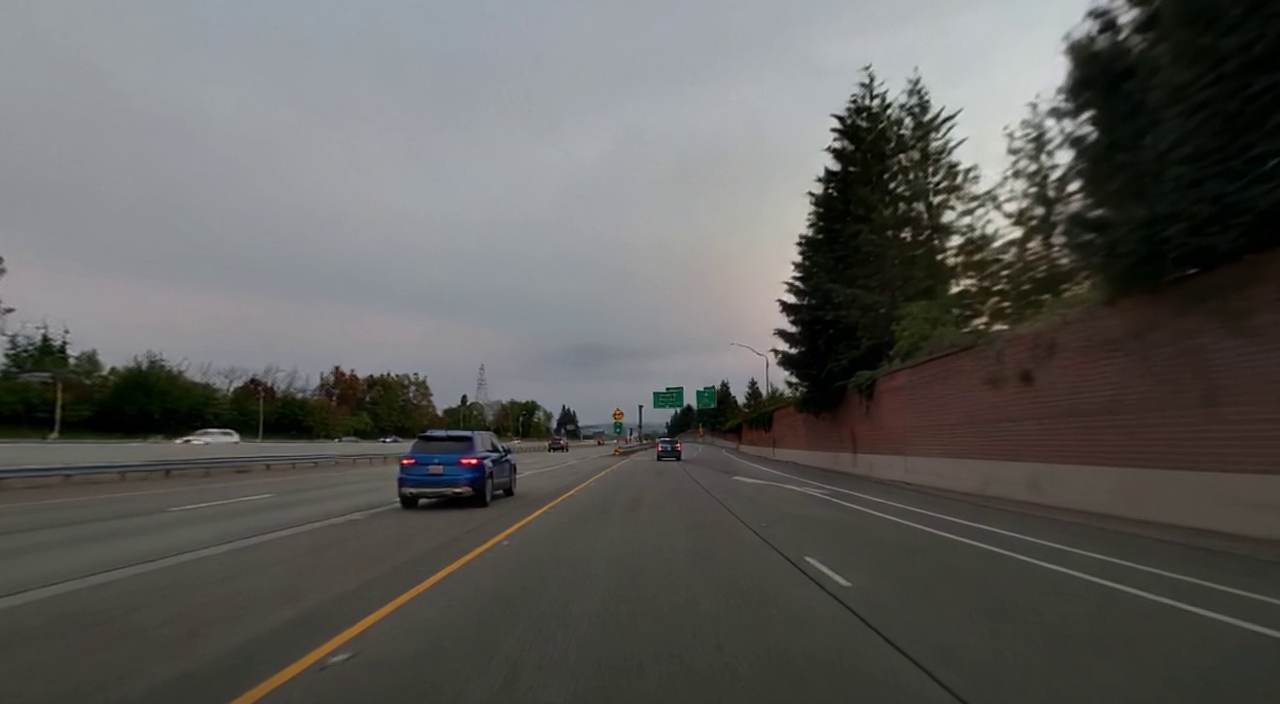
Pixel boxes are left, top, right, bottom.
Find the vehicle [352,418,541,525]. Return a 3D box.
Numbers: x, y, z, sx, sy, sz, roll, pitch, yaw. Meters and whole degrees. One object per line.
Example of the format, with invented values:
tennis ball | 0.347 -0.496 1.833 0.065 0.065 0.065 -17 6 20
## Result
vehicle | -3.526 2.296 12.665 2.151 1.707 4.759 0 -9 2
